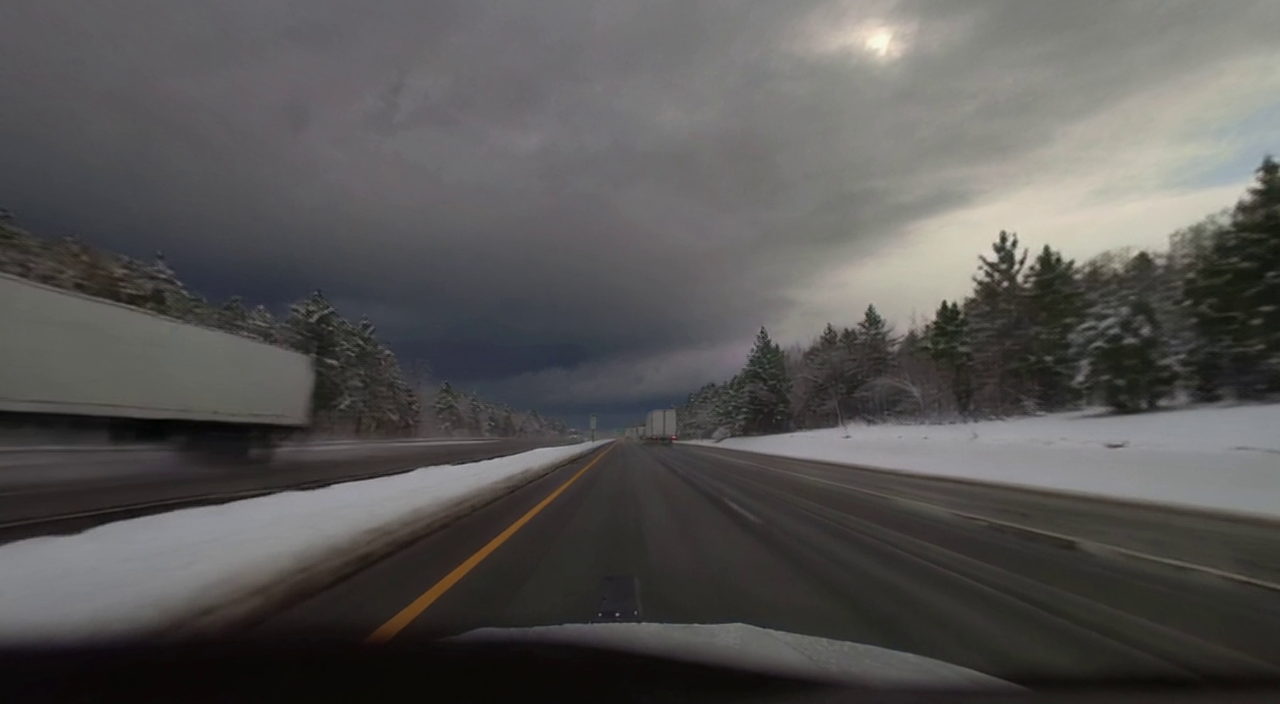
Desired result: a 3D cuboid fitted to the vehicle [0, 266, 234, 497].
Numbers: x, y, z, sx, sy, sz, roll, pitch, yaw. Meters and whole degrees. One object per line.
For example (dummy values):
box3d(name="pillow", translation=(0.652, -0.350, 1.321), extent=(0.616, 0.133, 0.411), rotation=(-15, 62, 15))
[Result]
box3d(name="vehicle", translation=(-12.818, 0.437, 10.621), extent=(2.859, 4.075, 14.016), rotation=(0, -8, -1))
